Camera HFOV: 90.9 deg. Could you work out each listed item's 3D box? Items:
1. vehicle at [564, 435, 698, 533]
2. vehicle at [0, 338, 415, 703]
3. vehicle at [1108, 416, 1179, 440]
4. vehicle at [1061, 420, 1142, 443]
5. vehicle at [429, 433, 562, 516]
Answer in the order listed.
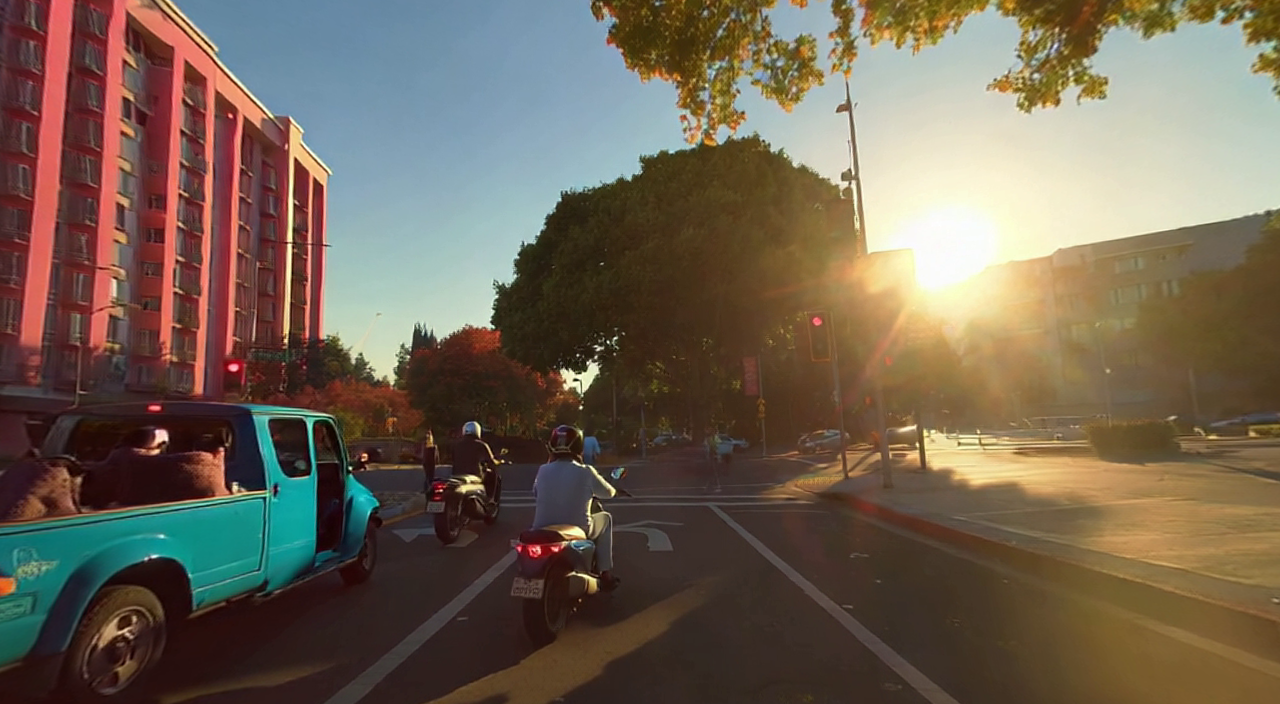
[{"bbox_3d":[-0.098,2.303,11.622,2.025,1.458,4.085,-1,-9,1],"label":"vehicle"},{"bbox_3d":[-3.585,1.175,4.636,2.000,1.809,4.855,0,-9,1],"label":"vehicle"},{"bbox_3d":[37.016,5.629,46.345,1.716,1.543,3.682,8,-12,-41],"label":"vehicle"},{"bbox_3d":[30.817,5.339,42.125,1.751,1.420,4.027,8,-12,-43],"label":"vehicle"},{"bbox_3d":[-3.102,2.715,14.452,1.935,1.615,4.073,-1,-9,2],"label":"vehicle"}]
